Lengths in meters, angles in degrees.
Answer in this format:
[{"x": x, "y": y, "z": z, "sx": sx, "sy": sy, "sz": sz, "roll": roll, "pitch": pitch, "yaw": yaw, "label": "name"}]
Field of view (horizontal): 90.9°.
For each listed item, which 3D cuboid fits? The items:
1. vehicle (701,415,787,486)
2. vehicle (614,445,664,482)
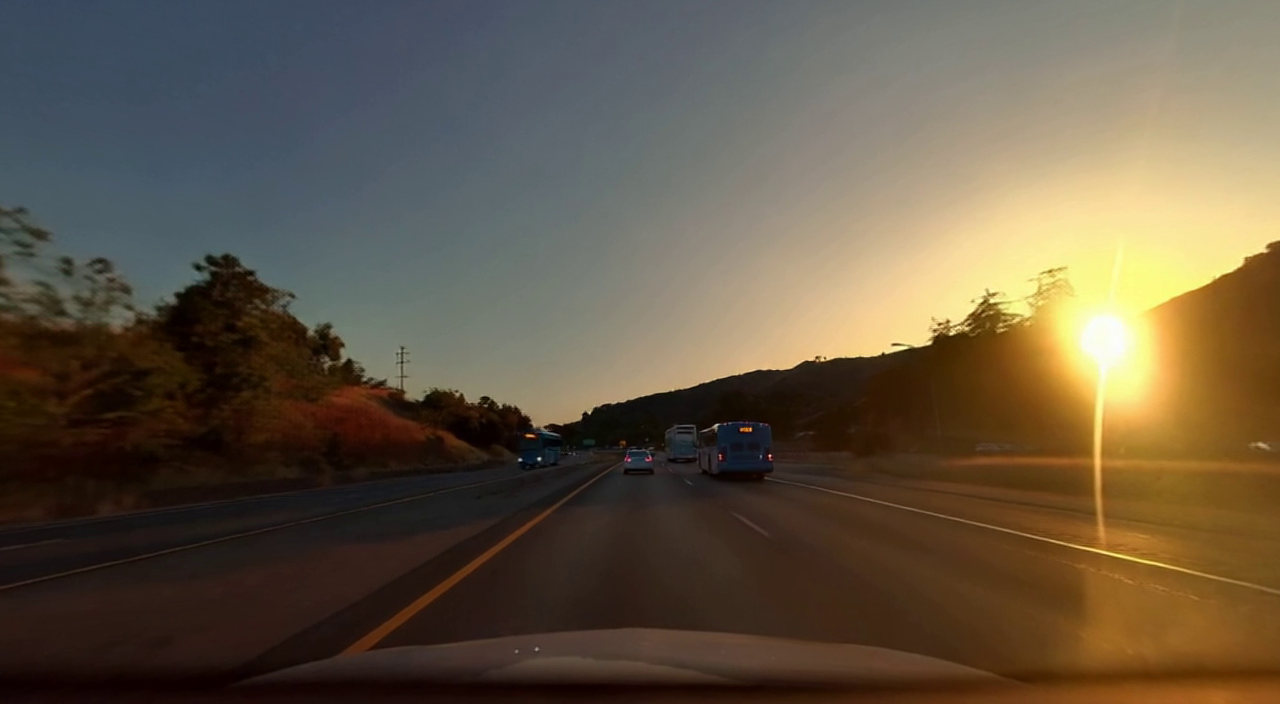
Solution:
[{"x": 4.065, "y": 4.038, "z": 25.943, "sx": 2.440, "sy": 2.555, "sz": 5.957, "roll": 0, "pitch": -9, "yaw": -1, "label": "vehicle"}, {"x": -0.085, "y": 4.773, "z": 27.177, "sx": 2.004, "sy": 1.449, "sz": 3.817, "roll": 0, "pitch": -9, "yaw": -1, "label": "vehicle"}]
